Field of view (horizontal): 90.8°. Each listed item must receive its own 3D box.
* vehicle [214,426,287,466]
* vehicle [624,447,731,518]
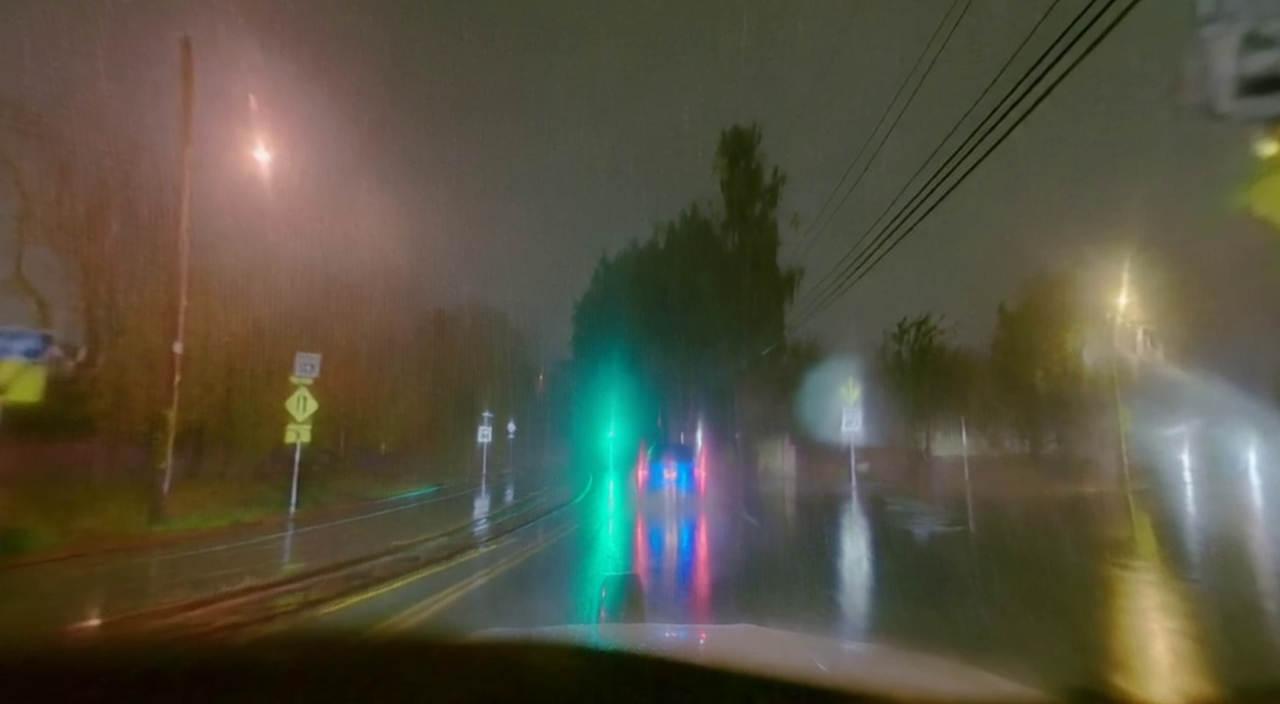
[{"bbox_3d":[-29.707,7.230,48.558,2.983,2.816,7.042,3,-9,-17],"label":"vehicle"},{"bbox_3d":[0.827,3.144,15.833,2.295,1.510,4.364,0,-9,1],"label":"vehicle"}]
